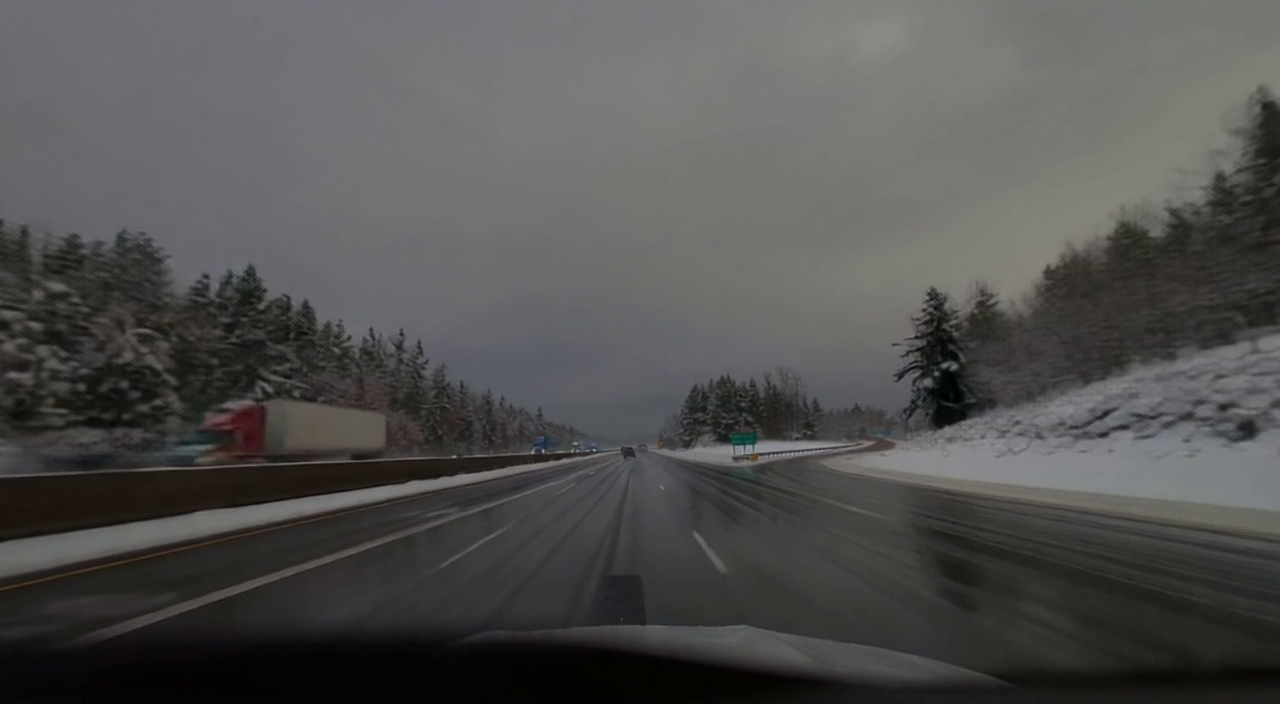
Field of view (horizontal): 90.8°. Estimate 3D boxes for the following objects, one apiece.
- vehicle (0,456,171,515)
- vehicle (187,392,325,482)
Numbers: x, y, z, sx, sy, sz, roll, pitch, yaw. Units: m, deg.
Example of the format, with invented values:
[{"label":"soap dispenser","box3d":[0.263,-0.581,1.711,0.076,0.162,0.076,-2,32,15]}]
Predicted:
[{"label":"vehicle","box3d":[-15.594,3.661,17.746,1.858,1.421,3.742,0,-9,0]},{"label":"vehicle","box3d":[-19.440,4.422,32.528,3.220,4.182,5.975,0,-9,-1]}]
